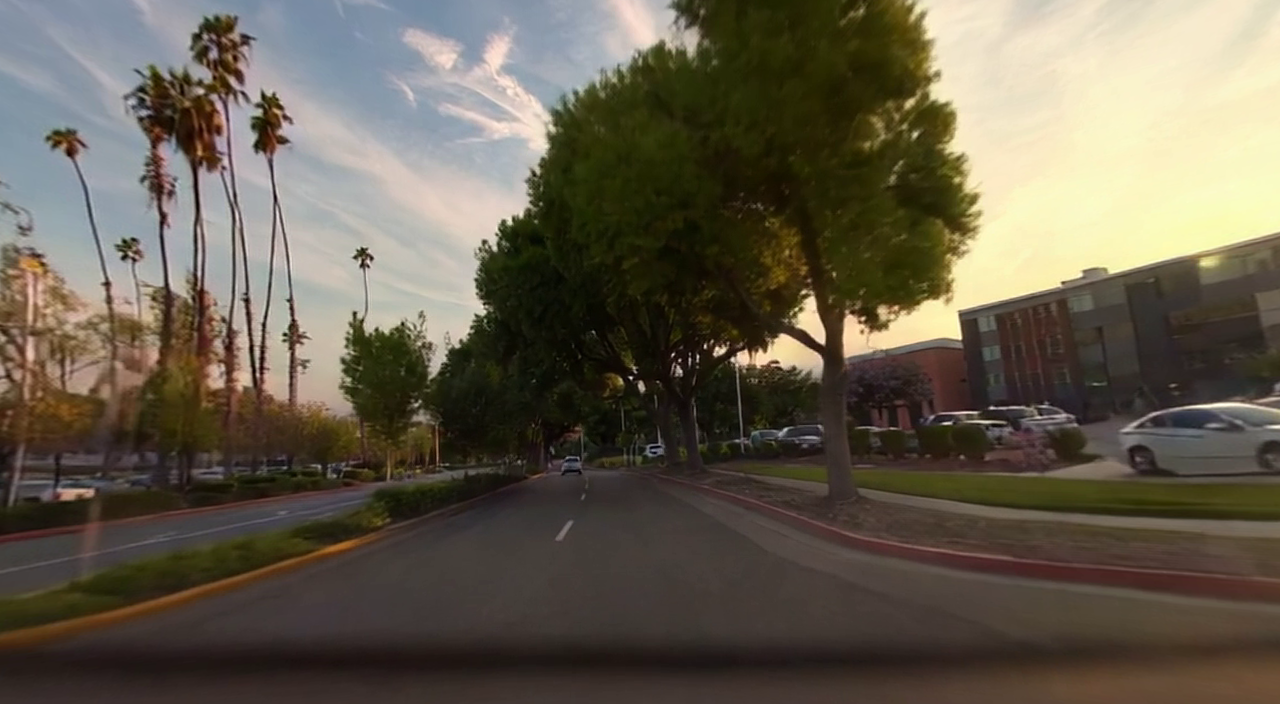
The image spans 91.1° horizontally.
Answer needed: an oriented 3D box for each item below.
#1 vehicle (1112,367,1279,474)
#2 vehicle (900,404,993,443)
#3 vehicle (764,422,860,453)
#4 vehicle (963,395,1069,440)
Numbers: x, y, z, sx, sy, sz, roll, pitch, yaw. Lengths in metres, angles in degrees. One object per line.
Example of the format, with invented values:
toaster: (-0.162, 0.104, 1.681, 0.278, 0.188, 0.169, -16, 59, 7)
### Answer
vehicle: (11.834, 1.415, 12.206, 2.196, 1.715, 4.918, -2, -9, 11)
vehicle: (18.638, 4.399, 38.383, 2.002, 1.686, 4.537, -1, -11, -31)
vehicle: (9.528, 4.786, 35.124, 4.671, 1.630, 2.200, 0, -9, -1)
vehicle: (18.767, 3.397, 31.674, 1.992, 1.767, 4.848, -7, -9, -4)
